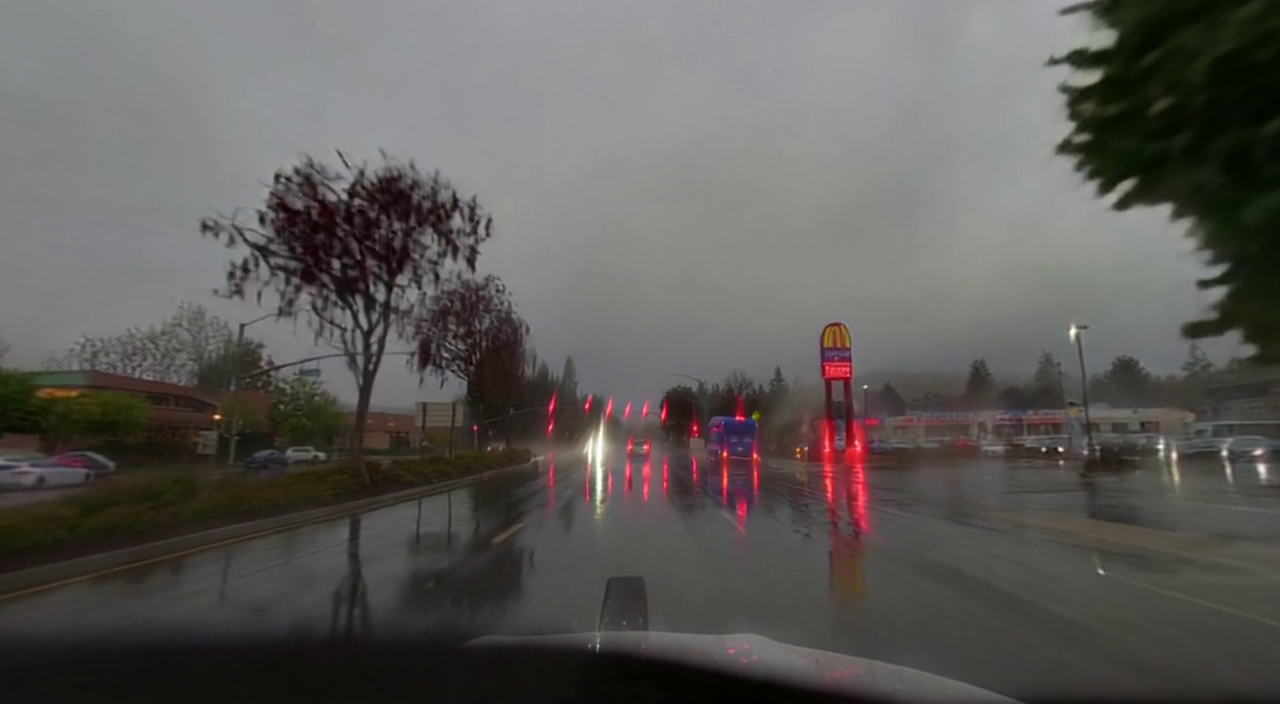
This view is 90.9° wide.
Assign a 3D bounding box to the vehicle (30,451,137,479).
[{"bbox_3d":[-31.365,6.375,35.583,4.566,1.484,2.051,-2,-9,12],"label":"vehicle"}]

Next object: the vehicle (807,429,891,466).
[{"bbox_3d":[13.590,6.163,40.816,5.354,2.214,2.504,6,-11,-38],"label":"vehicle"}]

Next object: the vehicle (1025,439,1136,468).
[{"bbox_3d":[23.900,5.544,34.424,4.744,1.481,1.855,-6,-10,33],"label":"vehicle"}]

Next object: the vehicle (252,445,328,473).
[{"bbox_3d":[-22.926,6.996,41.567,1.936,1.654,4.857,-1,-8,4],"label":"vehicle"}]

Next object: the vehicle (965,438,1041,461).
[{"bbox_3d":[25.884,6.997,45.147,4.545,1.571,1.769,-5,-9,25],"label":"vehicle"}]

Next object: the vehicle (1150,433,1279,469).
[{"bbox_3d":[28.655,4.941,31.388,4.589,1.524,1.999,-6,-7,26],"label":"vehicle"}]

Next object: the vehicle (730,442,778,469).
[{"bbox_3d":[6.624,6.055,37.210,1.980,1.473,4.537,0,-8,0],"label":"vehicle"}]

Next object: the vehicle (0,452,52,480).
[{"bbox_3d":[-36.691,6.560,36.315,4.232,1.477,1.772,-2,-9,10],"label":"vehicle"}]

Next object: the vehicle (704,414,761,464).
[{"bbox_3d":[6.658,6.445,46.483,2.891,3.361,7.843,0,-8,-1],"label":"vehicle"}]
